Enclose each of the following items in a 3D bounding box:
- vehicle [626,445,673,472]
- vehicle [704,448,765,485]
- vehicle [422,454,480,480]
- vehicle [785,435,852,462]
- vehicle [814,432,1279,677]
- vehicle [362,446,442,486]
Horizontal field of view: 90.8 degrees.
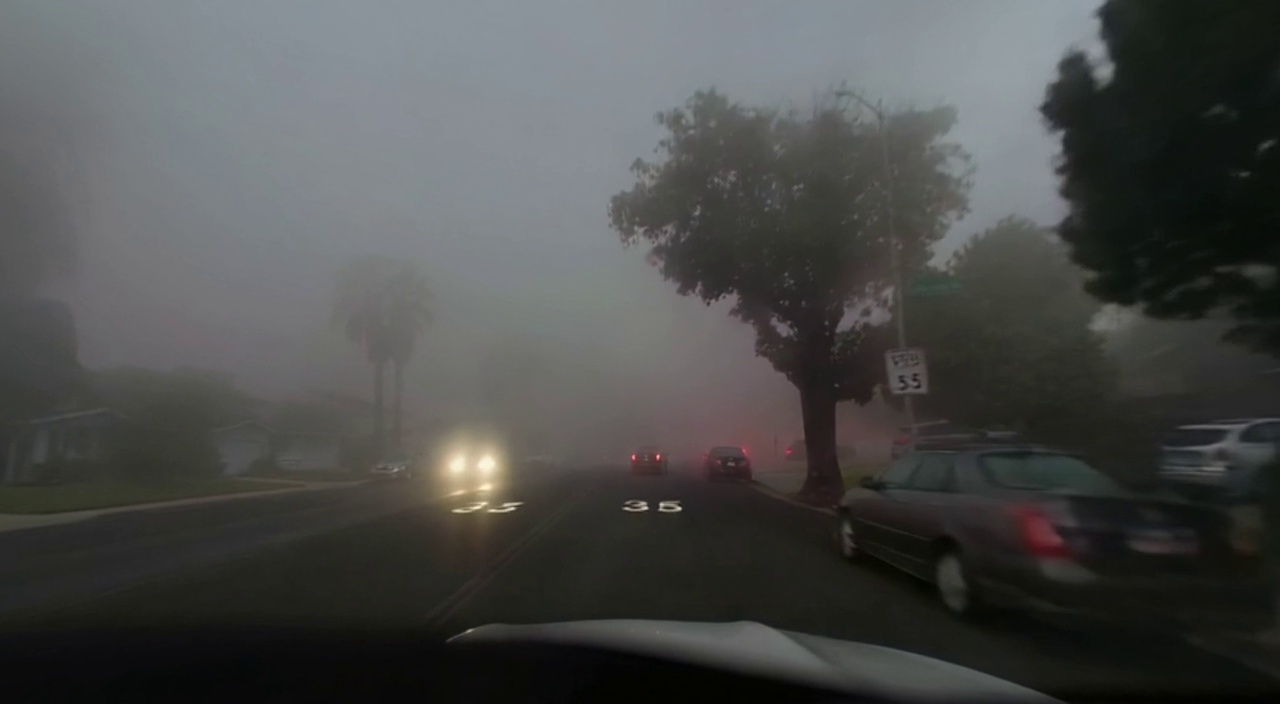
[{"bbox_3d":[0.624,6.212,36.920,2.035,1.474,4.284,-2,-9,10],"label":"vehicle"},{"bbox_3d":[3.900,4.800,26.805,2.037,1.425,4.621,0,-9,2],"label":"vehicle"},{"bbox_3d":[-12.162,7.415,40.996,1.866,1.501,4.681,-1,-9,7],"label":"vehicle"},{"bbox_3d":[13.245,7.211,47.016,4.557,1.795,1.986,-5,-10,16],"label":"vehicle"},{"bbox_3d":[3.567,1.608,6.338,2.025,1.456,4.865,0,-9,-3],"label":"vehicle"},{"bbox_3d":[-12.897,6.227,34.689,2.131,1.902,4.924,-3,-10,5],"label":"vehicle"}]
